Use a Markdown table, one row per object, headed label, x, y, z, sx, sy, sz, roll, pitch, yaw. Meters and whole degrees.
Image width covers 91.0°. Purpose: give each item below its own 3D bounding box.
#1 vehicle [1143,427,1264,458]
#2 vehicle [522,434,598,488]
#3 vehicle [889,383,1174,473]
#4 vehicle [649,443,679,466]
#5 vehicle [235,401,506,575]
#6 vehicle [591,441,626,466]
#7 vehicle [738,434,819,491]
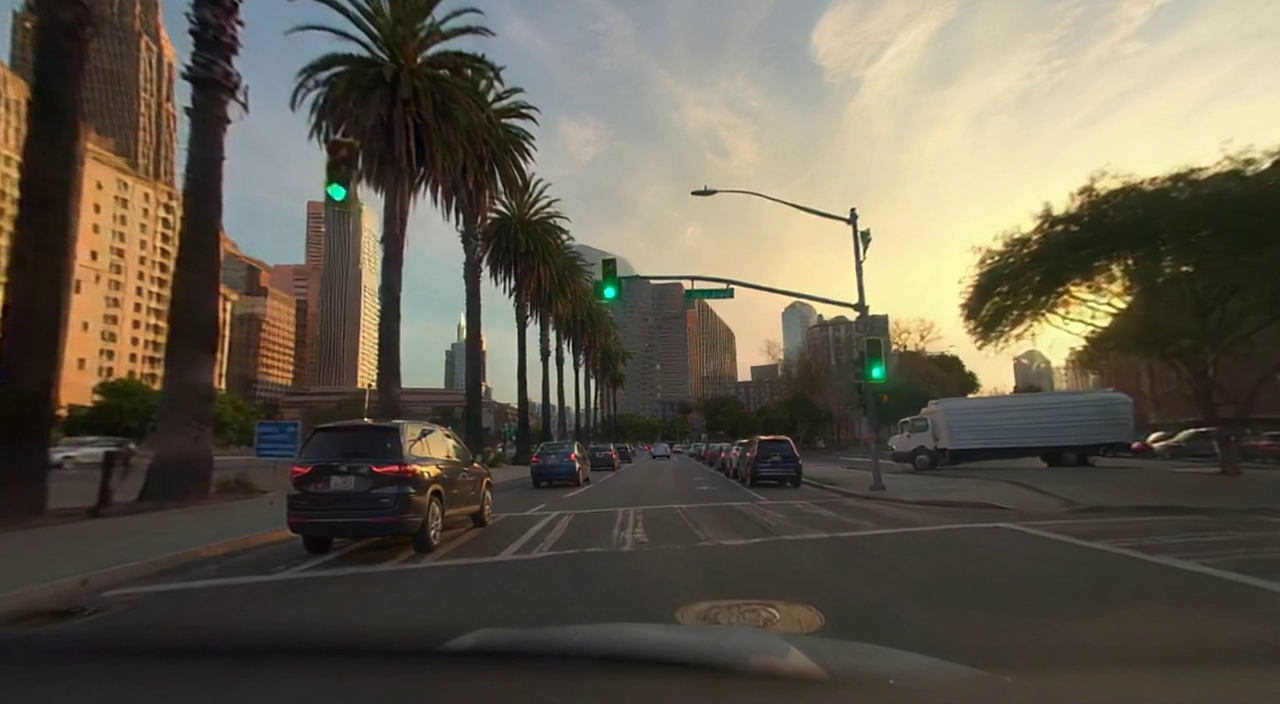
| label | x | y | z | sx | sy | sz | roll | pitch | yaw |
| --- | --- | --- | --- | --- | --- | --- | --- | --- | --- |
| vehicle | 32.479 | 5.282 | 36.441 | 1.994 | 1.685 | 4.655 | 3 | -10 | -21 |
| vehicle | -2.787 | 3.931 | 22.972 | 2.014 | 1.740 | 4.392 | 0 | -9 | 3 |
| vehicle | 17.341 | 3.703 | 28.768 | 10.428 | 3.452 | 2.869 | -8 | -12 | 39 |
| vehicle | 1.683 | 7.142 | 43.898 | 2.036 | 1.461 | 3.890 | 0 | -9 | 2 |
| vehicle | -3.281 | 1.749 | 8.766 | 1.800 | 1.797 | 4.224 | 0 | -9 | 1 |
| vehicle | -2.087 | 6.867 | 42.655 | 1.955 | 1.637 | 4.243 | 0 | -9 | 3 |
| vehicle | 4.706 | 3.837 | 22.164 | 1.965 | 1.735 | 4.835 | 0 | -9 | 3 |
